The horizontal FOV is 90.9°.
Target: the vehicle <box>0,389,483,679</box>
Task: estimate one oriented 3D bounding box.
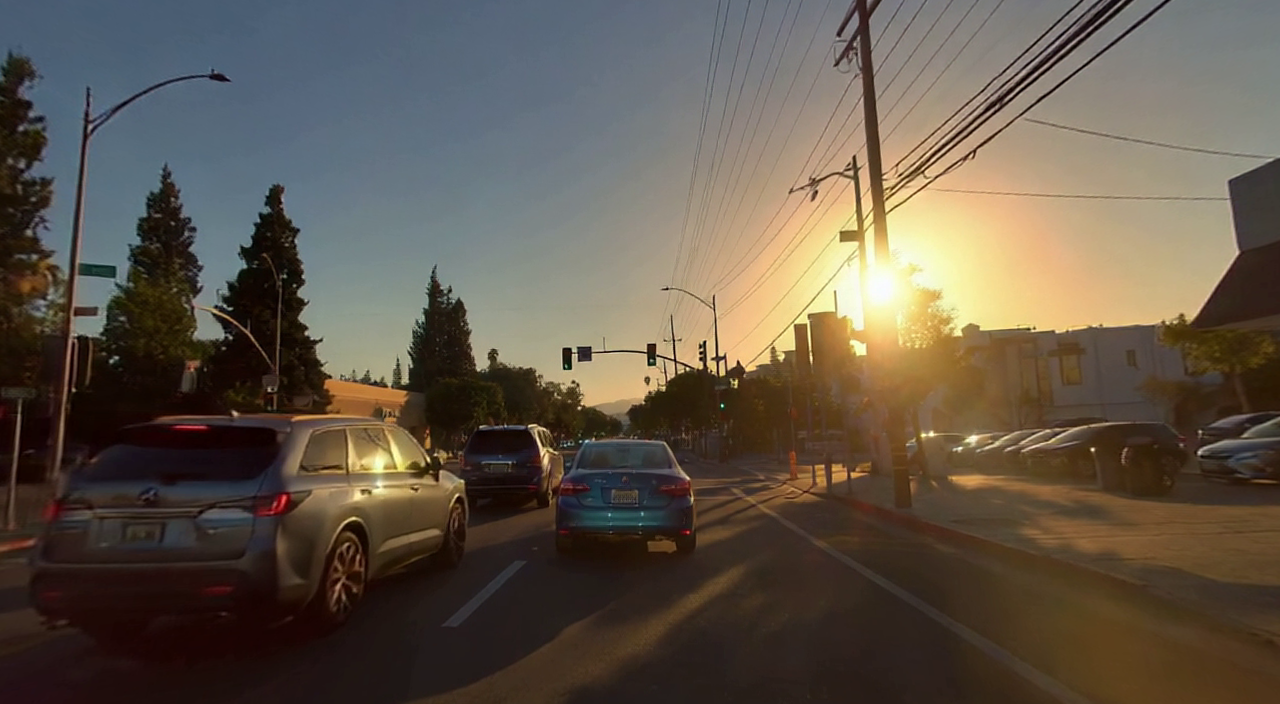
[{"bbox_3d":[-2.930,1.347,5.702,2.003,1.681,3.878,0,-8,0],"label":"vehicle"}]

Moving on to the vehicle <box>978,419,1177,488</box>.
[{"bbox_3d":[10.528,2.494,15.684,1.888,1.455,4.268,0,-8,0],"label":"vehicle"}]

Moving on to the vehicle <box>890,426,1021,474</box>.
[{"bbox_3d":[10.644,3.354,21.727,1.842,1.471,4.481,1,-8,-5],"label":"vehicle"}]

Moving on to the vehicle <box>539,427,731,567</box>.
[{"bbox_3d":[-0.149,1.874,8.971,2.070,1.481,4.216,0,-8,-3],"label":"vehicle"}]

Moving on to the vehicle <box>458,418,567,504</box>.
[{"bbox_3d":[-3.029,2.696,15.979,2.106,1.852,4.512,0,-8,-4],"label":"vehicle"}]

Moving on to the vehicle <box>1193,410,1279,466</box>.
[{"bbox_3d":[18.719,2.558,18.676,4.446,1.511,1.977,4,-10,-29],"label":"vehicle"}]
